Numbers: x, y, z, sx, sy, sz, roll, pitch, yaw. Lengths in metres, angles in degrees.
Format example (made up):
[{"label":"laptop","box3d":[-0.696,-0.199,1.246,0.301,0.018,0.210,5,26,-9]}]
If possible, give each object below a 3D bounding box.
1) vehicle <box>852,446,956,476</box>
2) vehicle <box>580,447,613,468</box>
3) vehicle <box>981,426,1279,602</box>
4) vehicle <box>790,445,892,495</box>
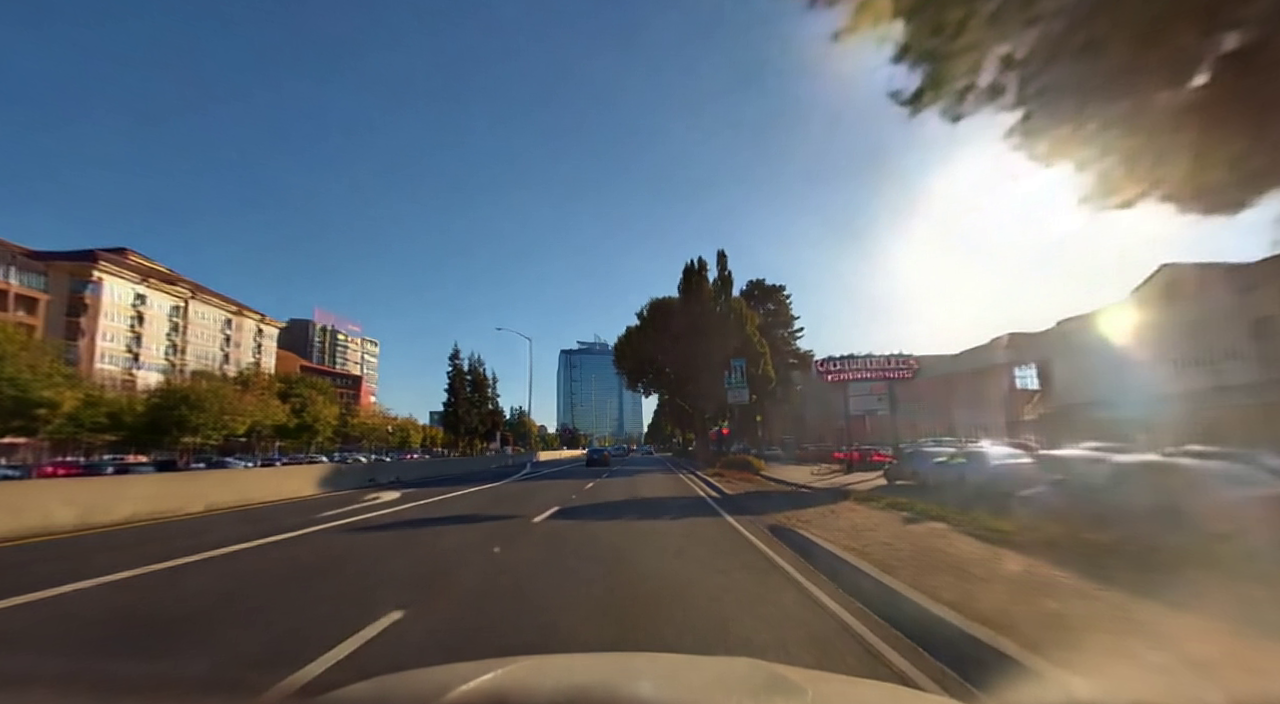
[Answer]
[{"label":"vehicle","box3d":[13.300,5.497,31.933,4.373,1.463,1.992,0,-9,0]},{"label":"vehicle","box3d":[-3.084,7.586,45.643,2.005,1.446,4.265,0,-9,1]},{"label":"vehicle","box3d":[6.516,1.850,8.083,1.934,1.641,4.117,0,-9,0]},{"label":"vehicle","box3d":[6.765,4.001,21.797,1.869,1.516,4.767,0,-9,-1]}]
